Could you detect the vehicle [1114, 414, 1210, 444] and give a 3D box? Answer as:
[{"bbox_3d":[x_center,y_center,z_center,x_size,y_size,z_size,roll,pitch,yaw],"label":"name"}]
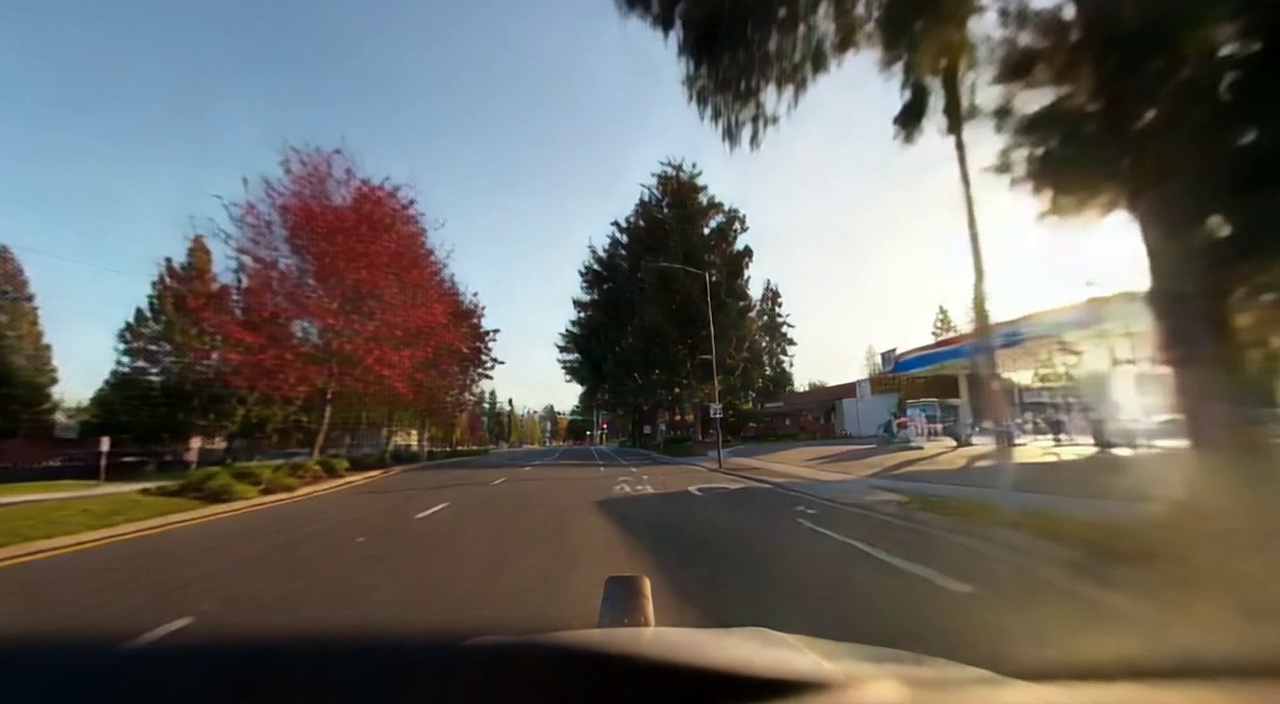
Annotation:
[{"bbox_3d":[32.958,4.894,39.924,4.323,1.447,1.710,-10,-7,31],"label":"vehicle"}]
